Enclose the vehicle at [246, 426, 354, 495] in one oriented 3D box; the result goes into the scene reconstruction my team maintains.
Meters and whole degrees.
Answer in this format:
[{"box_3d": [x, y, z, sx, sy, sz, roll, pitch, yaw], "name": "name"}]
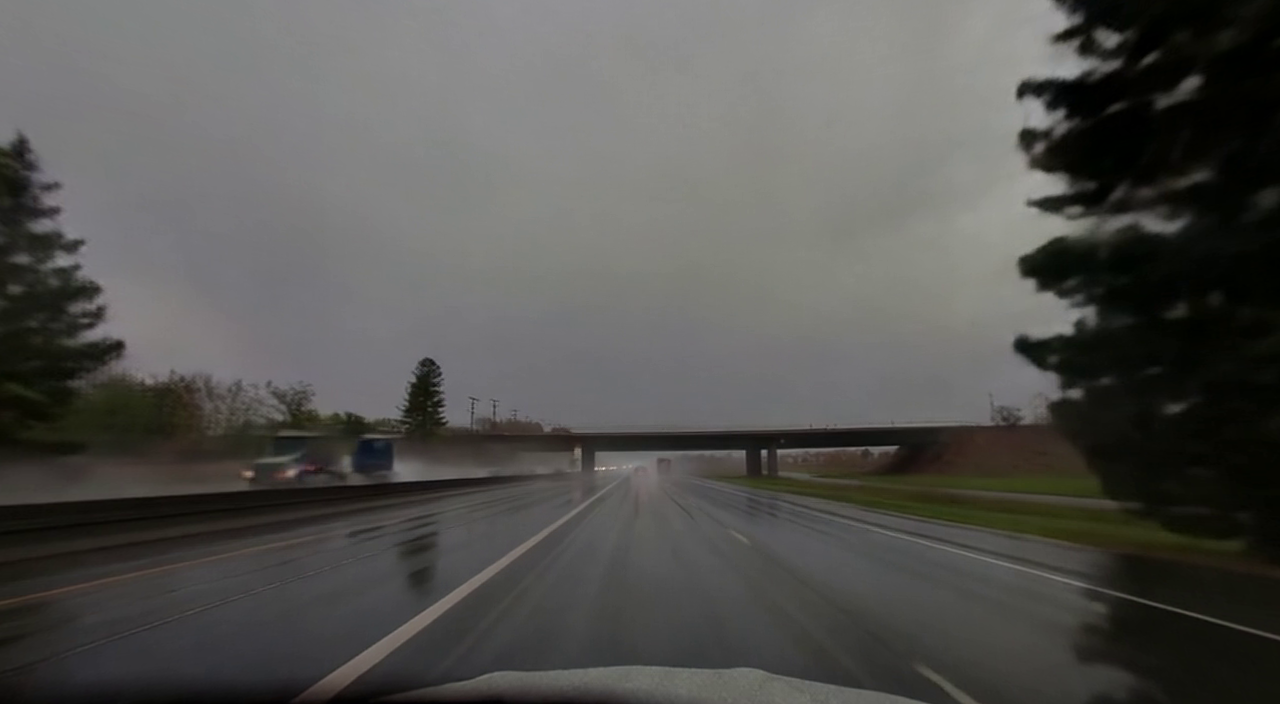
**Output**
[{"box_3d": [-19.539, 6.354, 36.662, 2.844, 3.623, 5.761, 1, -11, 0], "name": "vehicle"}]
